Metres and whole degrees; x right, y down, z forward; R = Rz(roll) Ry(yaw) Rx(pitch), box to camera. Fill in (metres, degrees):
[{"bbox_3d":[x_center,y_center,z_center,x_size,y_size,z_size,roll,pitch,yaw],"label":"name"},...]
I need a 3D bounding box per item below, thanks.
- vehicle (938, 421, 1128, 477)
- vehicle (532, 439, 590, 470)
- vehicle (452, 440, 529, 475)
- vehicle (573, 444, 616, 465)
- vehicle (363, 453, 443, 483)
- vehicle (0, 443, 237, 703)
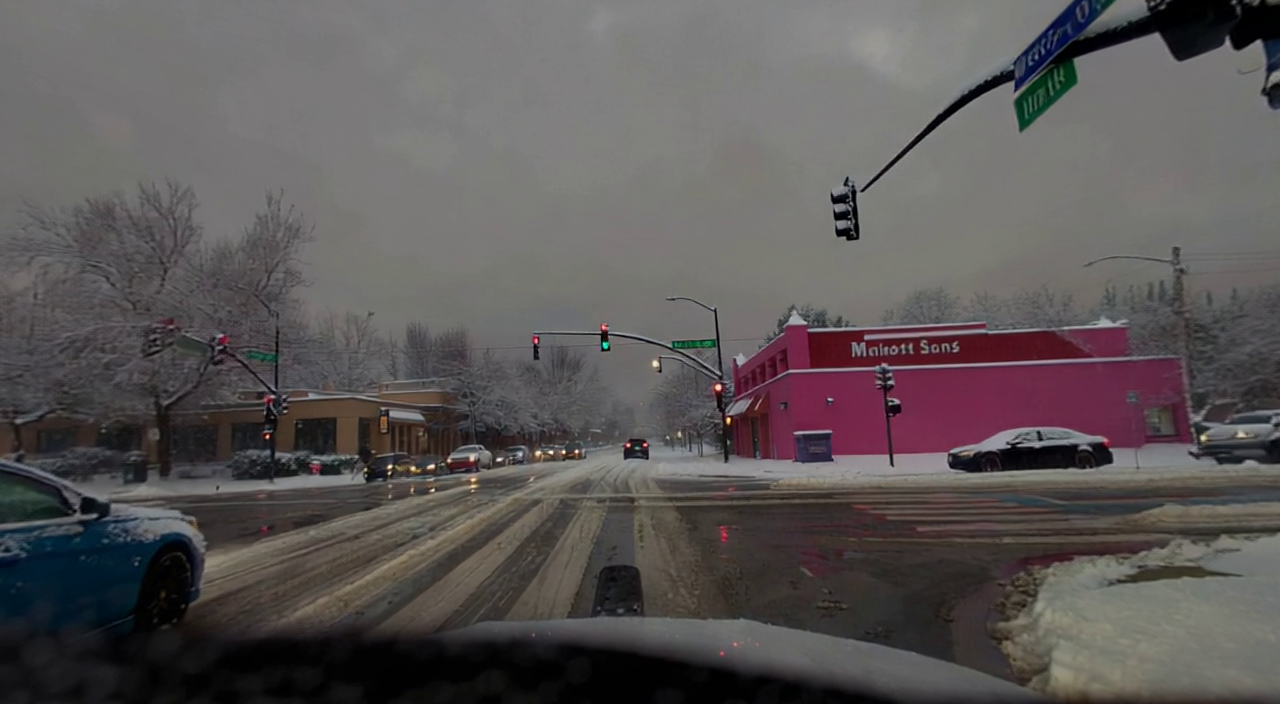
[{"bbox_3d":[11.555,2.892,18.816,4.355,1.546,1.820,-1,-9,6],"label":"vehicle"},{"bbox_3d":[-4.541,5.984,36.861,1.928,1.647,4.575,-2,-9,13],"label":"vehicle"},{"bbox_3d":[-8.426,5.976,36.047,2.152,1.825,5.406,-2,-9,12],"label":"vehicle"},{"bbox_3d":[-3.103,7.156,43.988,1.743,1.362,4.350,-2,-9,14],"label":"vehicle"},{"bbox_3d":[-12.625,6.173,33.869,1.976,1.425,4.567,-1,-9,9],"label":"vehicle"},{"bbox_3d":[-3.670,0.979,2.151,1.759,1.325,4.295,0,-9,0],"label":"vehicle"}]
